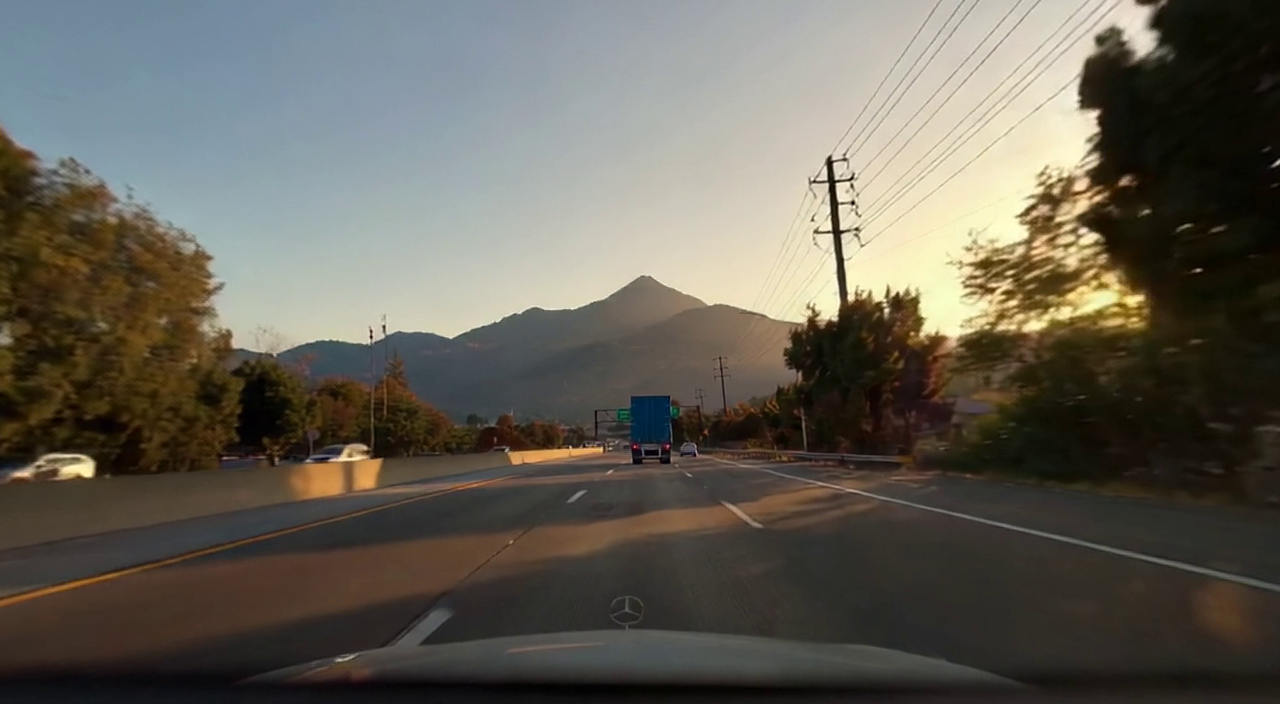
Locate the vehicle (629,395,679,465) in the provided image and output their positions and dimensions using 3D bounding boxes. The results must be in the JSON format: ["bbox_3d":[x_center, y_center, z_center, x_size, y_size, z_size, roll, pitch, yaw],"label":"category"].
[{"bbox_3d":[0.771,5.454,42.961,2.919,4.101,11.541,0,-8,-1],"label":"vehicle"}]

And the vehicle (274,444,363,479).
[{"bbox_3d":[-19.518,6.616,38.657,2.125,1.916,6.198,-1,-8,1],"label":"vehicle"}]
